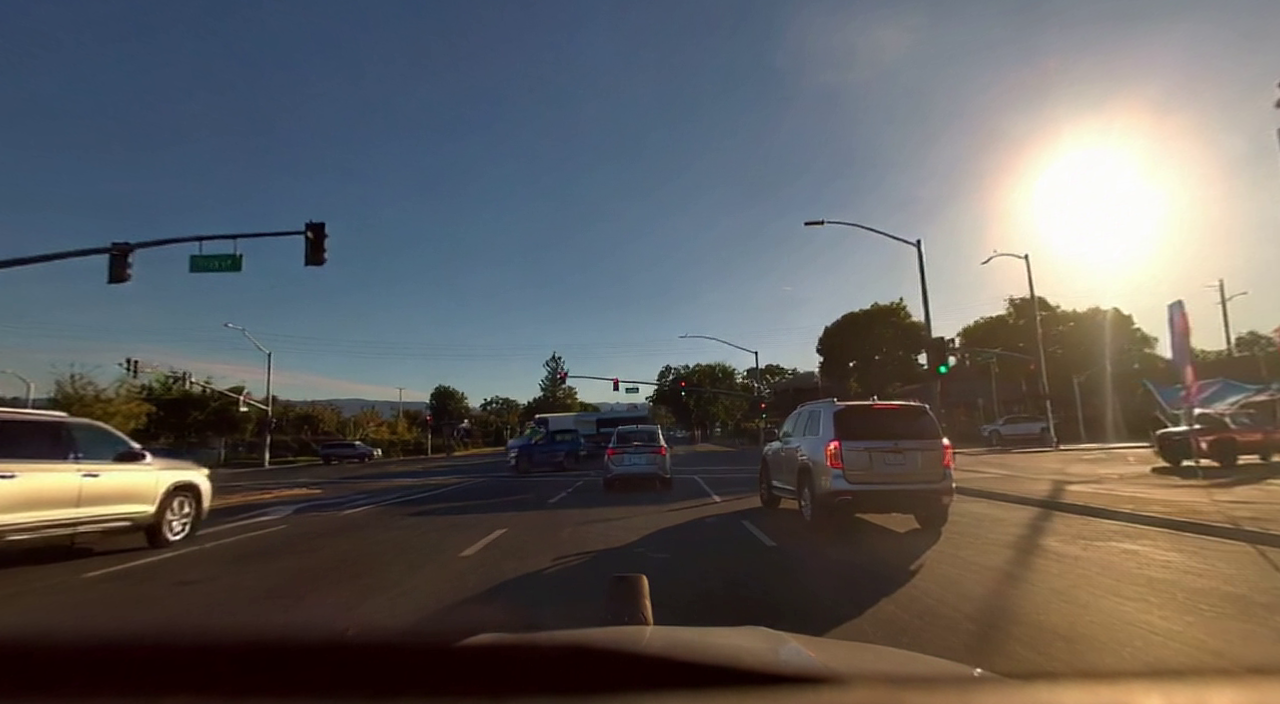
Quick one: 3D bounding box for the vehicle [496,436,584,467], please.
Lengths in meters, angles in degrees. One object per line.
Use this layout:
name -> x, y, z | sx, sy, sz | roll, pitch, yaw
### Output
vehicle -> -5.291, 5.317, 33.782 | 1.847, 1.508, 4.366 | -8, -12, 44

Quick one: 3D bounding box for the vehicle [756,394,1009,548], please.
vehicle -> 3.214, 1.699, 9.553 | 2.083, 1.779, 4.347 | 0, -8, 0

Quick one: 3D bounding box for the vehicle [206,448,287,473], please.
vehicle -> -28.749, 7.942, 46.148 | 4.543, 1.760, 1.904 | 0, -8, -3

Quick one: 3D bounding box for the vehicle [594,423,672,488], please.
vehicle -> -0.159, 3.046, 18.732 | 2.067, 1.702, 3.987 | 0, -8, 1

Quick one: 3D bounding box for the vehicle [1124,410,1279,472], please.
vehicle -> 16.600, 2.557, 18.048 | 3.848, 1.674, 1.887 | 0, -8, 1

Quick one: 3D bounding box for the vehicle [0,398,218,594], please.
vehicle -> -6.833, 1.363, 6.084 | 2.011, 1.774, 4.866 | 0, -8, 2
